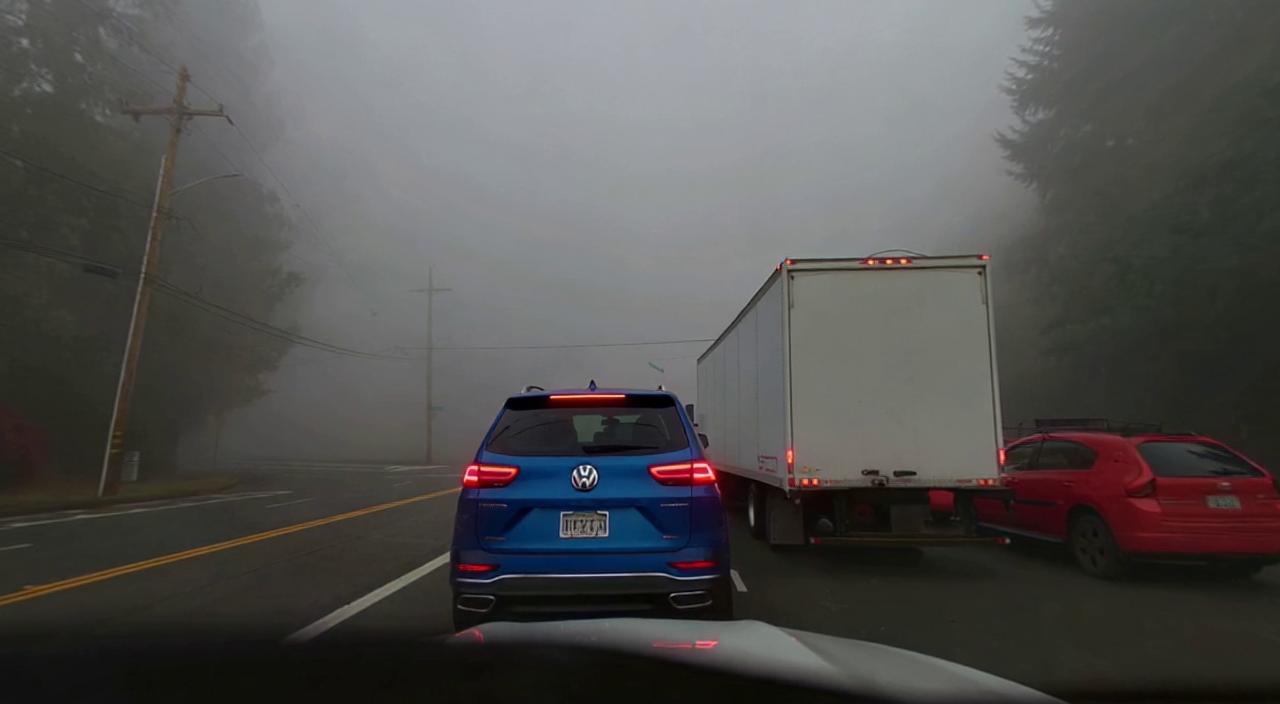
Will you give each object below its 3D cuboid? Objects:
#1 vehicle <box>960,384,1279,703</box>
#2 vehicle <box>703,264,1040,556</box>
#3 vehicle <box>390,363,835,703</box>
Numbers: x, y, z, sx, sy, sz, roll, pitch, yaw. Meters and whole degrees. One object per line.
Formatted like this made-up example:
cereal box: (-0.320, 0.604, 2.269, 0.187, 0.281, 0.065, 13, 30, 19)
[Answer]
vehicle: (2.829, 0.746, 1.195, 1.971, 1.484, 4.728, 0, -8, 0)
vehicle: (3.219, 1.292, 12.095, 2.915, 3.559, 8.848, 0, -8, -1)
vehicle: (-0.126, 1.229, 5.199, 2.114, 1.732, 4.230, 0, -8, 0)
